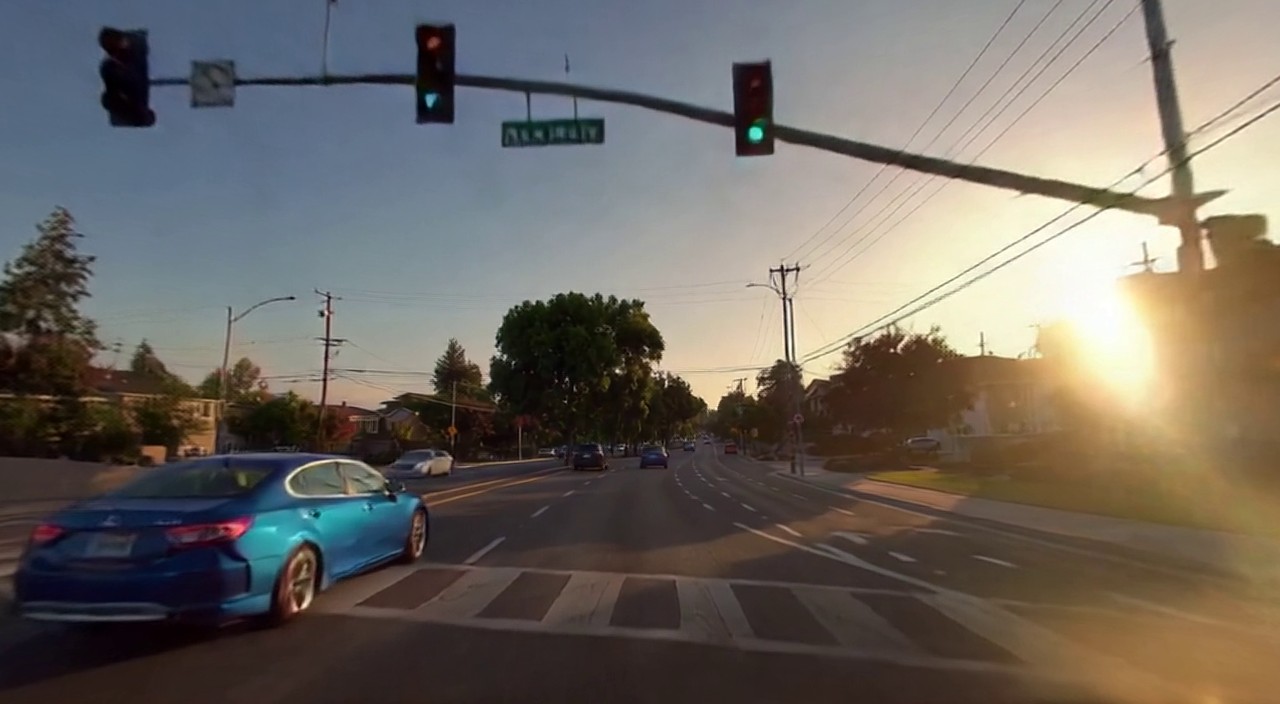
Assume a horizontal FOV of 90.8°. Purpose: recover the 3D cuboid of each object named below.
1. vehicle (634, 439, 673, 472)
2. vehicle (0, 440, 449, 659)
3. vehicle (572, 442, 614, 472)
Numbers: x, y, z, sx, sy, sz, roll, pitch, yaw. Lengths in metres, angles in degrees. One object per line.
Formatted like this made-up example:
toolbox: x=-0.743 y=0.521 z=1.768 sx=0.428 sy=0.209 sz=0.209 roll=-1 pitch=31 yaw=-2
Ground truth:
vehicle: x=0.900 y=6.275 z=38.533 sx=2.155 sy=1.836 sz=4.250 roll=0 pitch=-9 yaw=4
vehicle: x=-3.609 y=1.633 z=6.422 sx=1.901 sy=1.409 sz=4.442 roll=0 pitch=-9 yaw=1
vehicle: x=-2.771 y=6.293 z=38.183 sx=1.899 sy=1.685 sz=4.121 roll=0 pitch=-9 yaw=4
